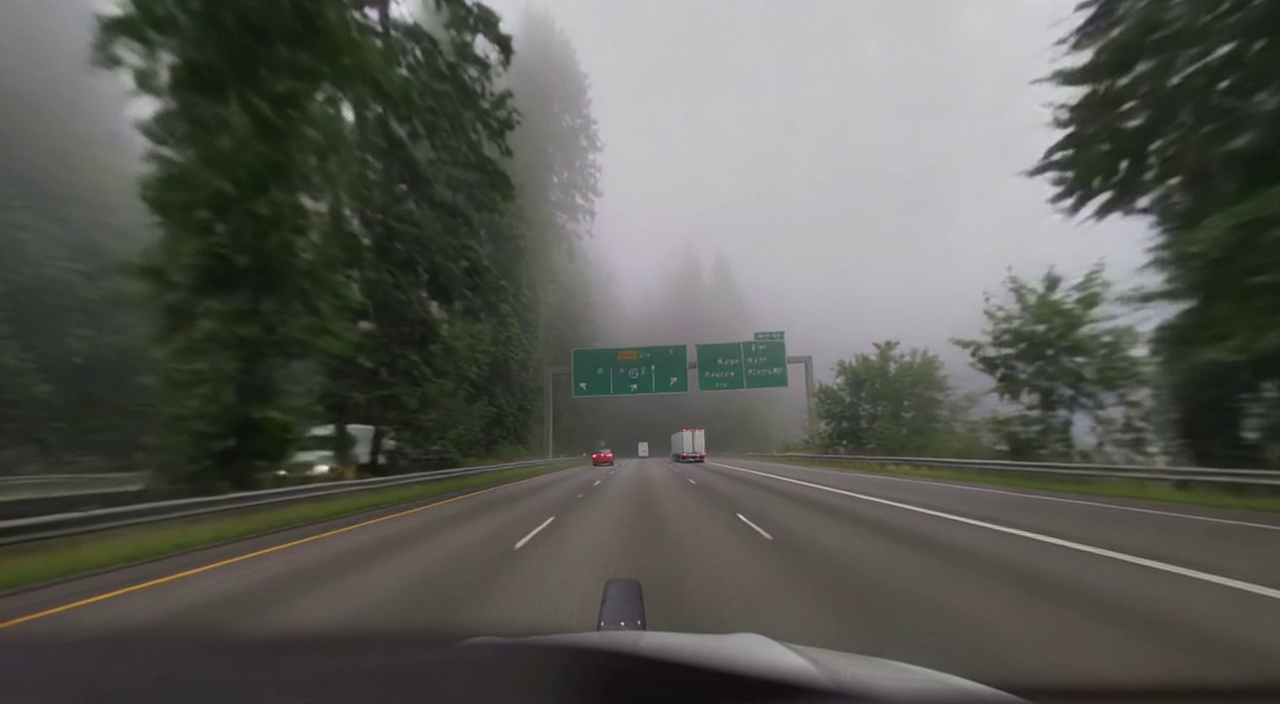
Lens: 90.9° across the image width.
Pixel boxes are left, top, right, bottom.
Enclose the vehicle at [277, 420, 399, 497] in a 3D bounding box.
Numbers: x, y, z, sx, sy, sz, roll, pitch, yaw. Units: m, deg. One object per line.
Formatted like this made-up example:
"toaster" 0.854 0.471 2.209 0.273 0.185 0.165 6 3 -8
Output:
"vehicle" -14.712 5.264 31.466 2.450 3.334 7.290 -1 -9 0
